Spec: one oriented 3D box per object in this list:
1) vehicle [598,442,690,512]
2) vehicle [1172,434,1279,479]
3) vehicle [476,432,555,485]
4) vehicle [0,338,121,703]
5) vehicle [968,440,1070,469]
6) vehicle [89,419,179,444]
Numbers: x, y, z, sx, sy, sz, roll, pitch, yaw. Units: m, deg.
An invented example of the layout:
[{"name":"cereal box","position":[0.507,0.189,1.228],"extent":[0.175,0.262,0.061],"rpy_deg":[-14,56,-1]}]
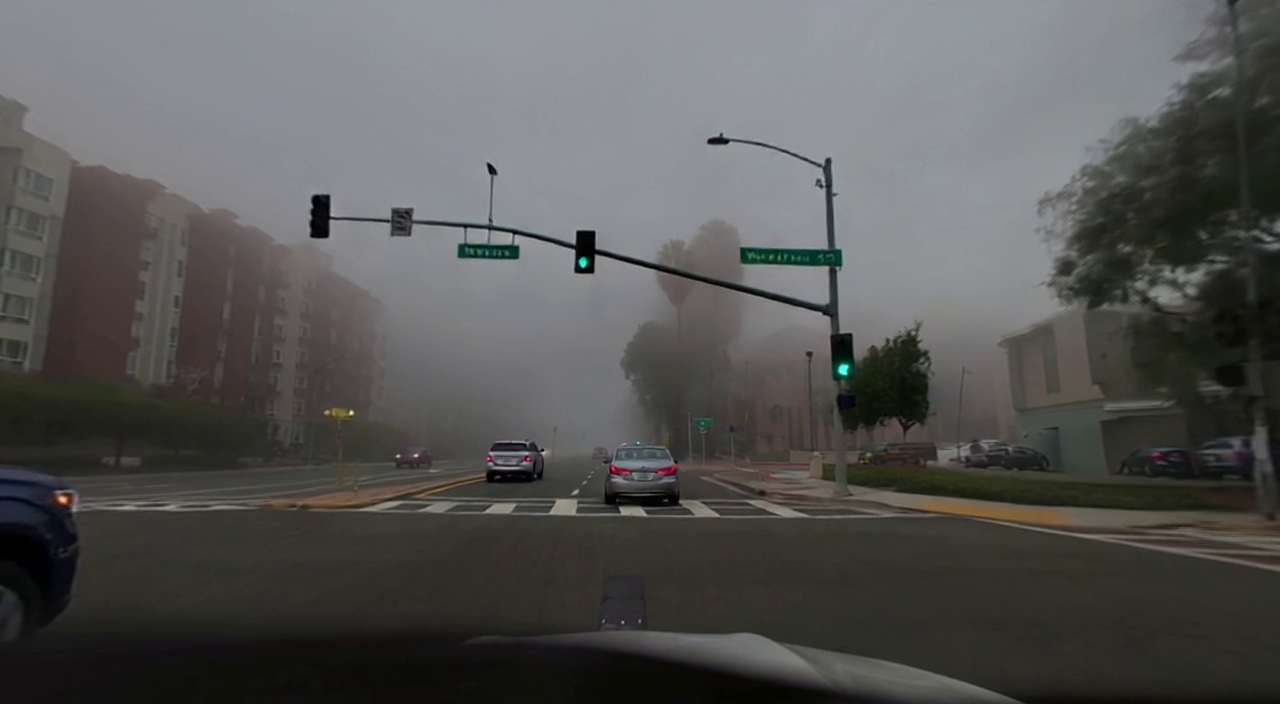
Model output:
[{"name":"vehicle","position":[0.020,3.183,16.547],"extent":[2.122,1.562,4.152],"rpy_deg":[0,-8,-2]},{"name":"vehicle","position":[23.719,4.015,24.237],"extent":[1.908,1.626,4.559],"rpy_deg":[8,-12,-44]},{"name":"vehicle","position":[-5.306,4.628,27.805],"extent":[2.447,2.062,5.911],"rpy_deg":[0,-8,-2]},{"name":"vehicle","position":[-4.313,0.539,0.821],"extent":[2.187,1.904,6.103],"rpy_deg":[0,-8,-2]},{"name":"vehicle","position":[26.248,7.098,43.654],"extent":[5.602,1.903,2.128],"rpy_deg":[0,-8,1]},{"name":"vehicle","position":[-38.119,6.016,47.403],"extent":[4.923,1.874,2.063],"rpy_deg":[0,-8,-1]}]
